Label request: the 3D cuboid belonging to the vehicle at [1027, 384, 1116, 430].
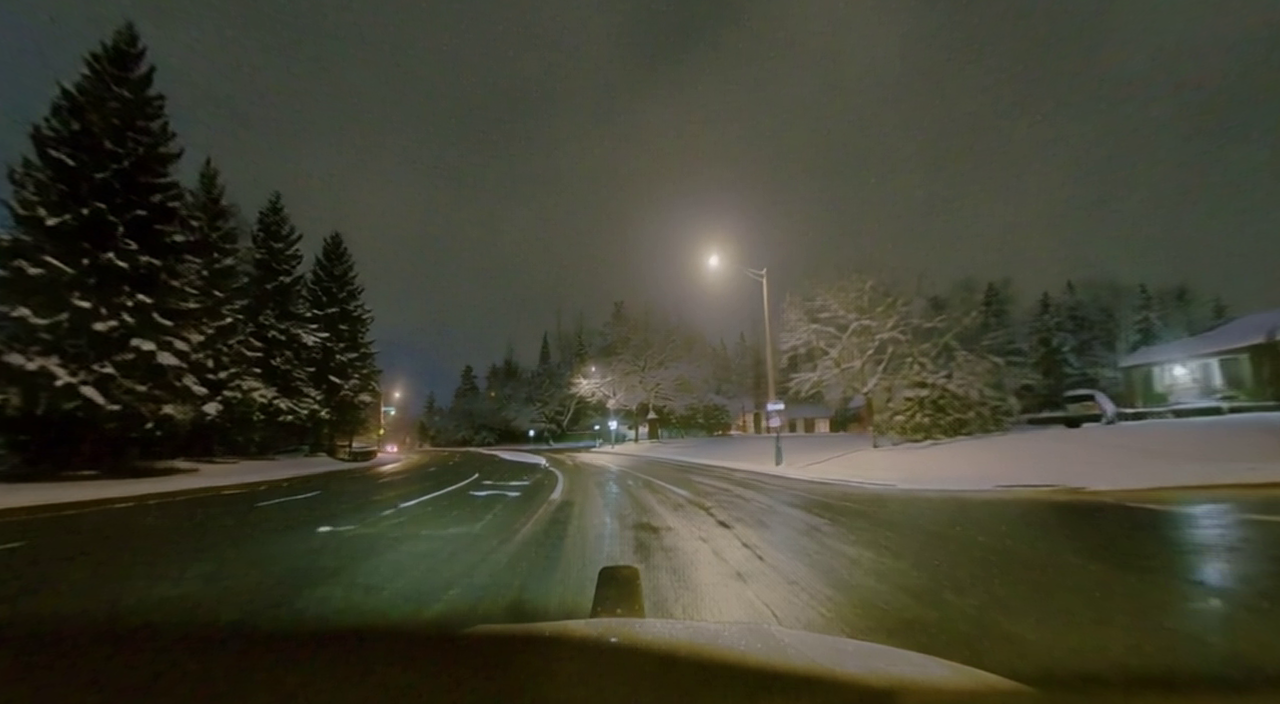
[{"bbox_3d":[19.128,2.513,27.847,4.740,1.779,2.023,8,-11,-41],"label":"vehicle"}]
